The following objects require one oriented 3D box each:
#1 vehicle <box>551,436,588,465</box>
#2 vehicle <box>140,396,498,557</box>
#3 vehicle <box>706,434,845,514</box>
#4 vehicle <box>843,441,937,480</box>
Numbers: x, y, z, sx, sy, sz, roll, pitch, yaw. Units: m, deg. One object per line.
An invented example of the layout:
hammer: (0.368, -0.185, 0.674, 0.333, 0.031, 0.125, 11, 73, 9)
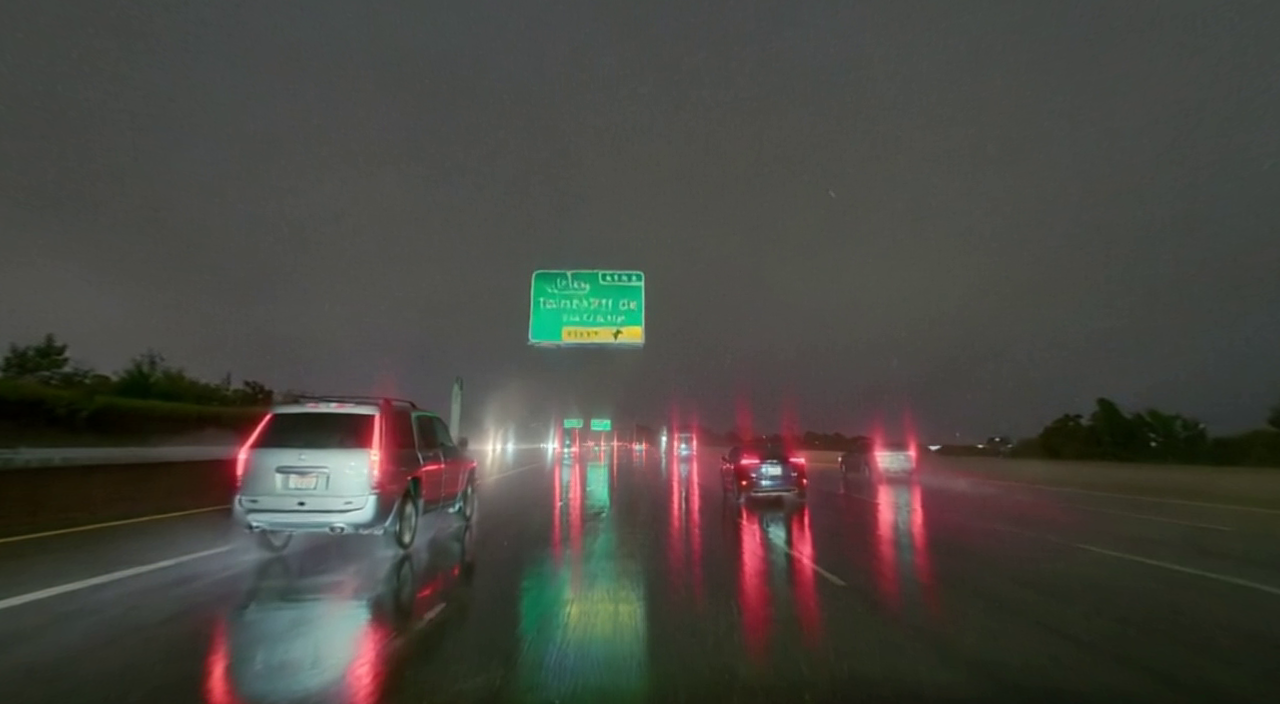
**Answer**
vehicle: (-4.779, 6.753, 43.394, 2.149, 1.843, 4.348, 0, -8, -1)
vehicle: (-4.375, 1.863, 10.260, 2.684, 1.839, 5.803, 0, -8, 1)
vehicle: (2.832, 2.667, 14.375, 2.053, 1.510, 4.400, 0, -8, -2)
vehicle: (10.465, 4.548, 26.826, 2.105, 1.496, 4.393, 0, -8, -1)
